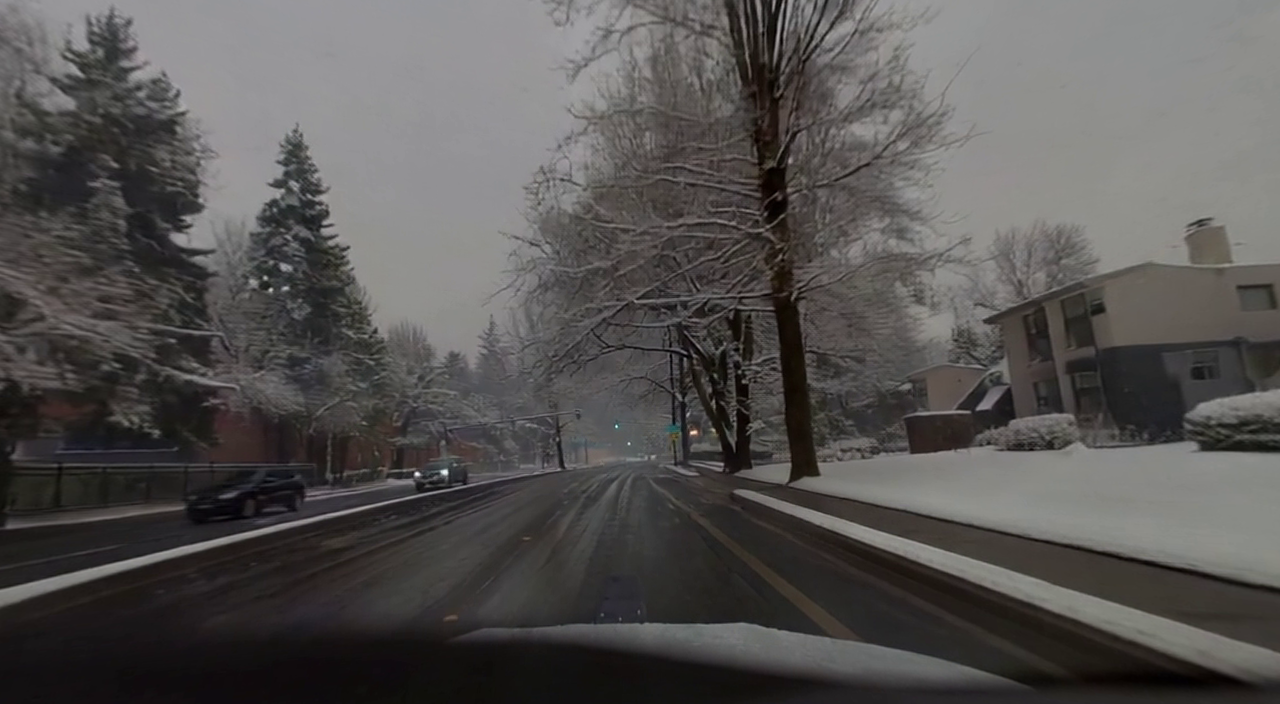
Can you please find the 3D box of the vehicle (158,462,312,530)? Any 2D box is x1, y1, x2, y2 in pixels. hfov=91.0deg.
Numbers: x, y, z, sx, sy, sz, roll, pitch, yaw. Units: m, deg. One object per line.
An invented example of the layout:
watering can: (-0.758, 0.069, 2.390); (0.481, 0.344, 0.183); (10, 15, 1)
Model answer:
vehicle: (-12.679, 4.493, 20.148); (1.979, 1.757, 4.514); (0, -8, -2)

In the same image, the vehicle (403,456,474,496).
vehicle: (-9.661, 5.951, 30.556); (1.984, 1.646, 4.529); (0, -8, -1)
